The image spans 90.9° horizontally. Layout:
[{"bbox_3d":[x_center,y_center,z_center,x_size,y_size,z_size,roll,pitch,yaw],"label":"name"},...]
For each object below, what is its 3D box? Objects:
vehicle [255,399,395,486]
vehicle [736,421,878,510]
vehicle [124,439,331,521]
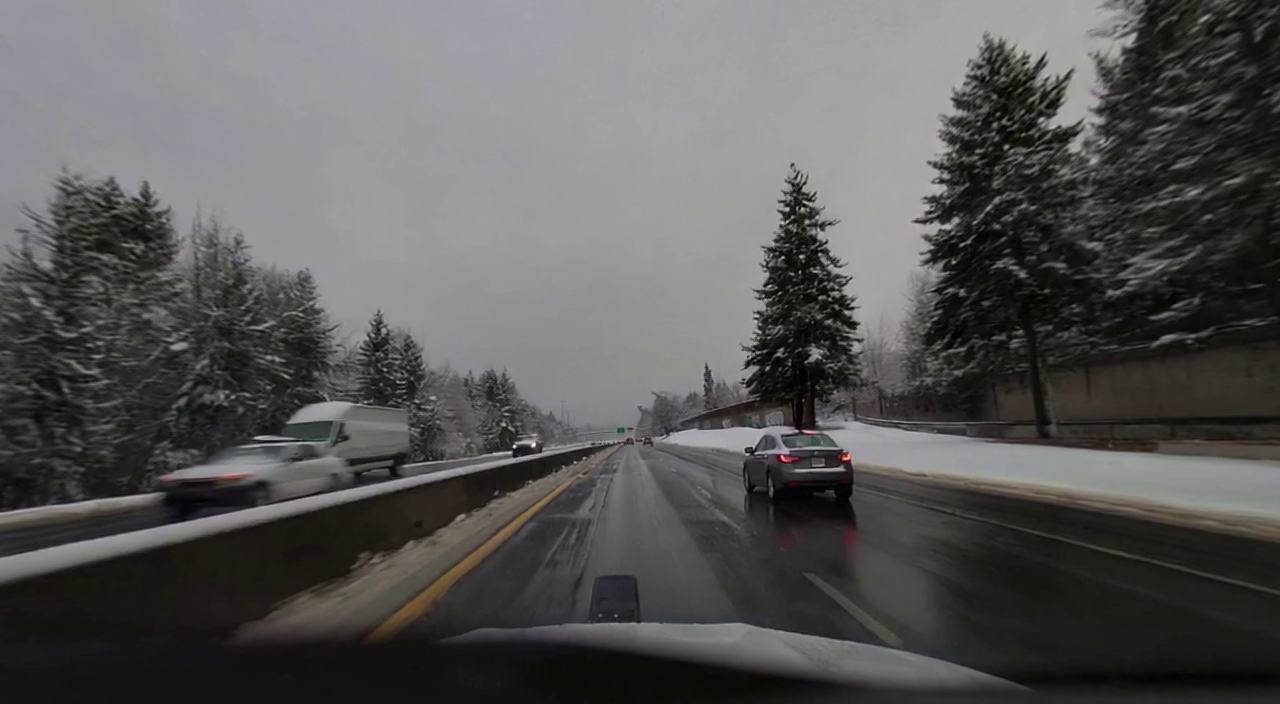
[{"bbox_3d":[-13.812,4.052,28.419,2.817,3.428,6.773,0,-8,-1],"label":"vehicle"},{"bbox_3d":[3.225,2.249,12.962,1.841,1.556,3.618,0,-8,-1],"label":"vehicle"},{"bbox_3d":[-9.367,2.873,14.871,1.974,1.602,4.303,0,-8,-1],"label":"vehicle"}]
